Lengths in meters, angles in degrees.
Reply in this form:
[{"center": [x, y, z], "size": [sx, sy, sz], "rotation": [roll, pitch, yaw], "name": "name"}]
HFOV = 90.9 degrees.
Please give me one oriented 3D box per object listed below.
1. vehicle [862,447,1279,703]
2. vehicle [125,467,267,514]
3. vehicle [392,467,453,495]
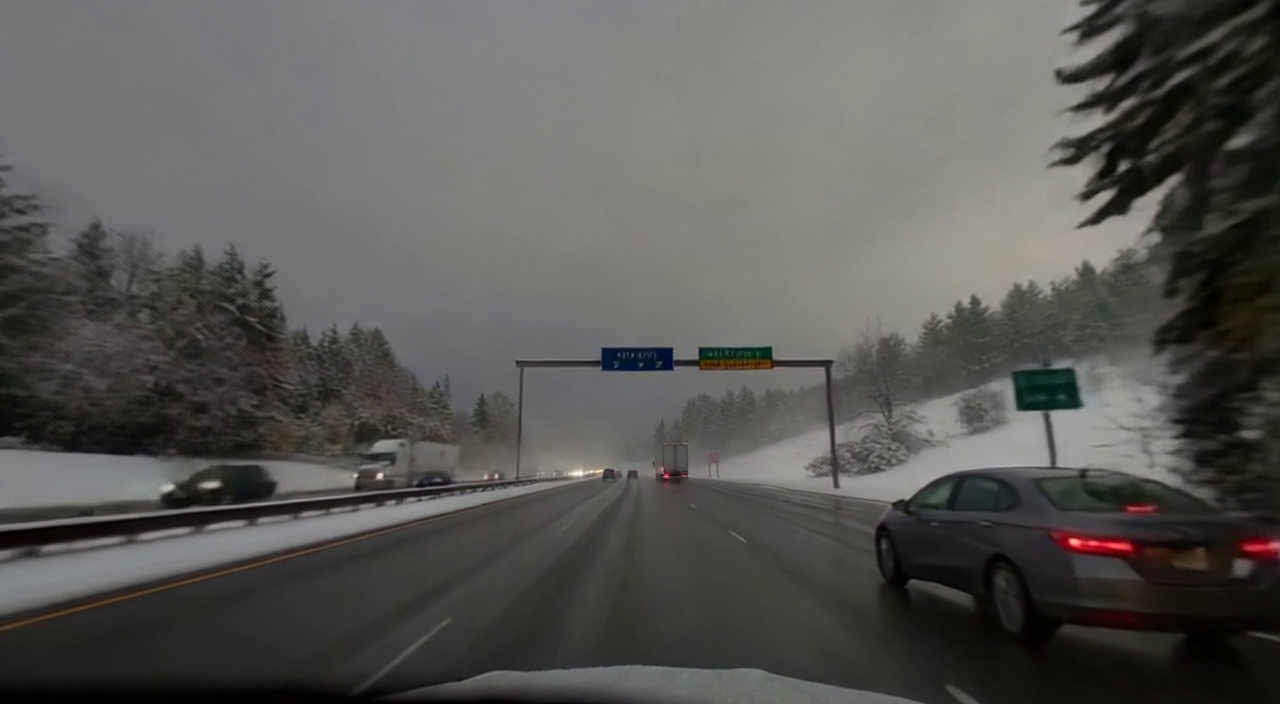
[{"center": [3.942, 1.715, 5.847], "size": [2.051, 1.472, 4.547], "rotation": [1, -11, -1], "name": "vehicle"}, {"center": [-15.894, 4.963, 22.941], "size": [1.863, 1.471, 4.543], "rotation": [1, -11, 0], "name": "vehicle"}, {"center": [-12.191, 7.261, 35.586], "size": [1.860, 1.458, 4.370], "rotation": [1, -11, 0], "name": "vehicle"}]
